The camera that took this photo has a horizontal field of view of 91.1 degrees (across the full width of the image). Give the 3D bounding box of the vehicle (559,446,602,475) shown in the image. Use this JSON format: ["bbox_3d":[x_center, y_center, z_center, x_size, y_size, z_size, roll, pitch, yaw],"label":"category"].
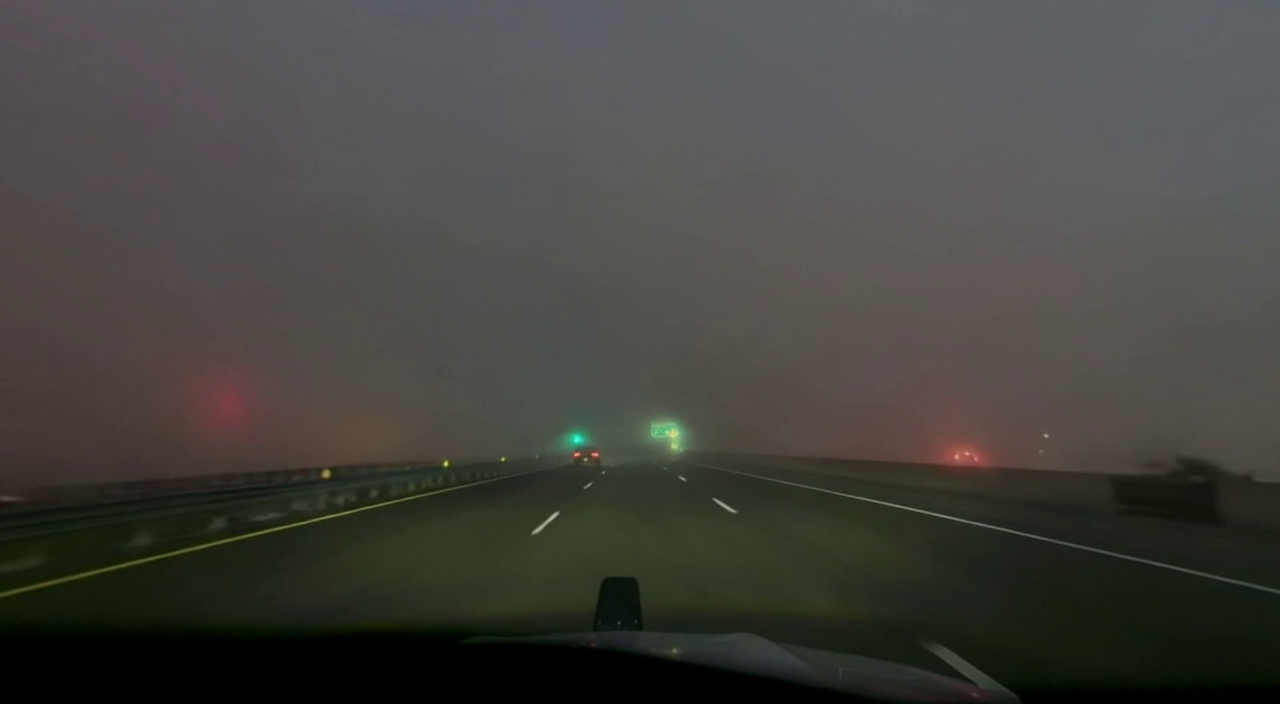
[{"bbox_3d":[-3.302,6.129,35.634,2.100,1.525,4.179,0,-9,0],"label":"vehicle"}]
